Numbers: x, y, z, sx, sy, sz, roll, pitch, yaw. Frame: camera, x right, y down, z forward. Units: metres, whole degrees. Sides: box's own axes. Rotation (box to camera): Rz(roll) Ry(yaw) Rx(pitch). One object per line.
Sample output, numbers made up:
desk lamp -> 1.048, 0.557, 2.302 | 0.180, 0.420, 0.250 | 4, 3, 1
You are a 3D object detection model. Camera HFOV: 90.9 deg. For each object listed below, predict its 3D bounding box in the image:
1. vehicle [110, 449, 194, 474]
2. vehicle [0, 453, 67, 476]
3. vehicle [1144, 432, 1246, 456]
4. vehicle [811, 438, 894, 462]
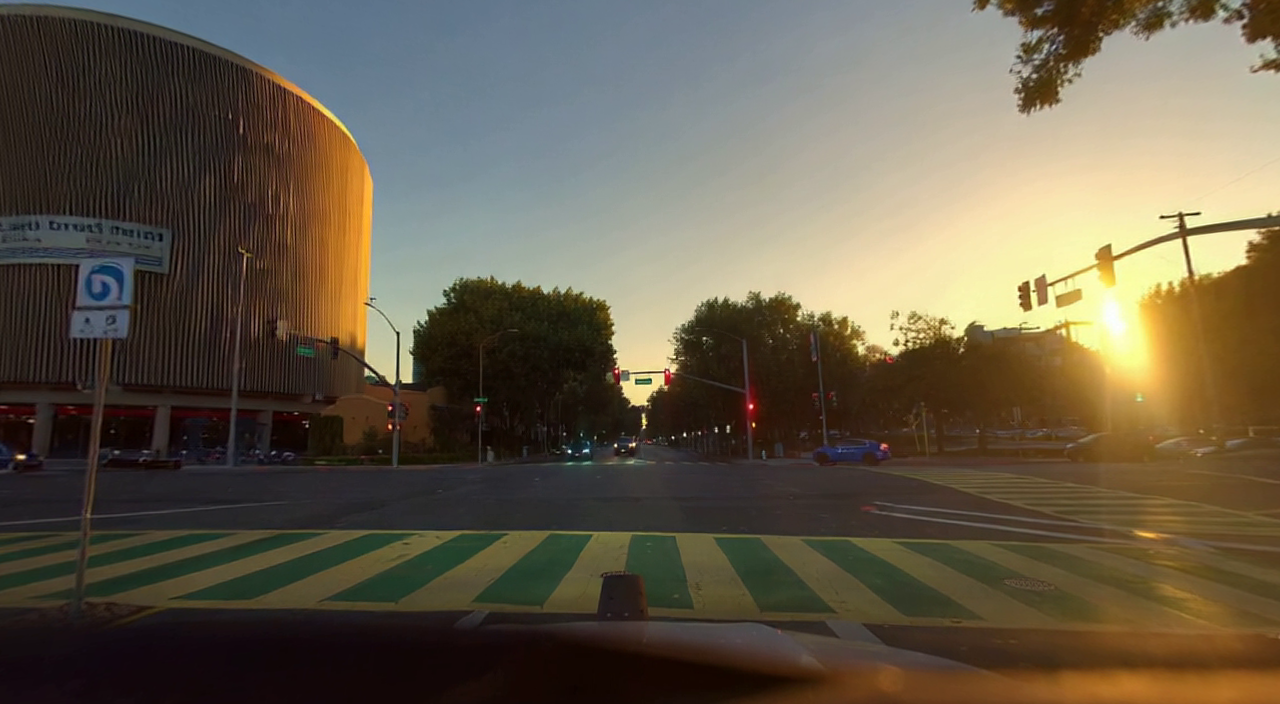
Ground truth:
vehicle -> -33.067, 7.401, 42.768 | 4.136, 1.661, 1.857 | 0, -8, 1
vehicle -> -41.649, 7.635, 42.781 | 3.698, 1.467, 1.779 | 0, -8, 1
vehicle -> 36.176, 6.017, 41.180 | 4.767, 1.456, 1.858 | -1, -8, 3
vehicle -> 13.164, 6.108, 39.261 | 4.529, 1.457, 1.981 | -1, -9, 8
